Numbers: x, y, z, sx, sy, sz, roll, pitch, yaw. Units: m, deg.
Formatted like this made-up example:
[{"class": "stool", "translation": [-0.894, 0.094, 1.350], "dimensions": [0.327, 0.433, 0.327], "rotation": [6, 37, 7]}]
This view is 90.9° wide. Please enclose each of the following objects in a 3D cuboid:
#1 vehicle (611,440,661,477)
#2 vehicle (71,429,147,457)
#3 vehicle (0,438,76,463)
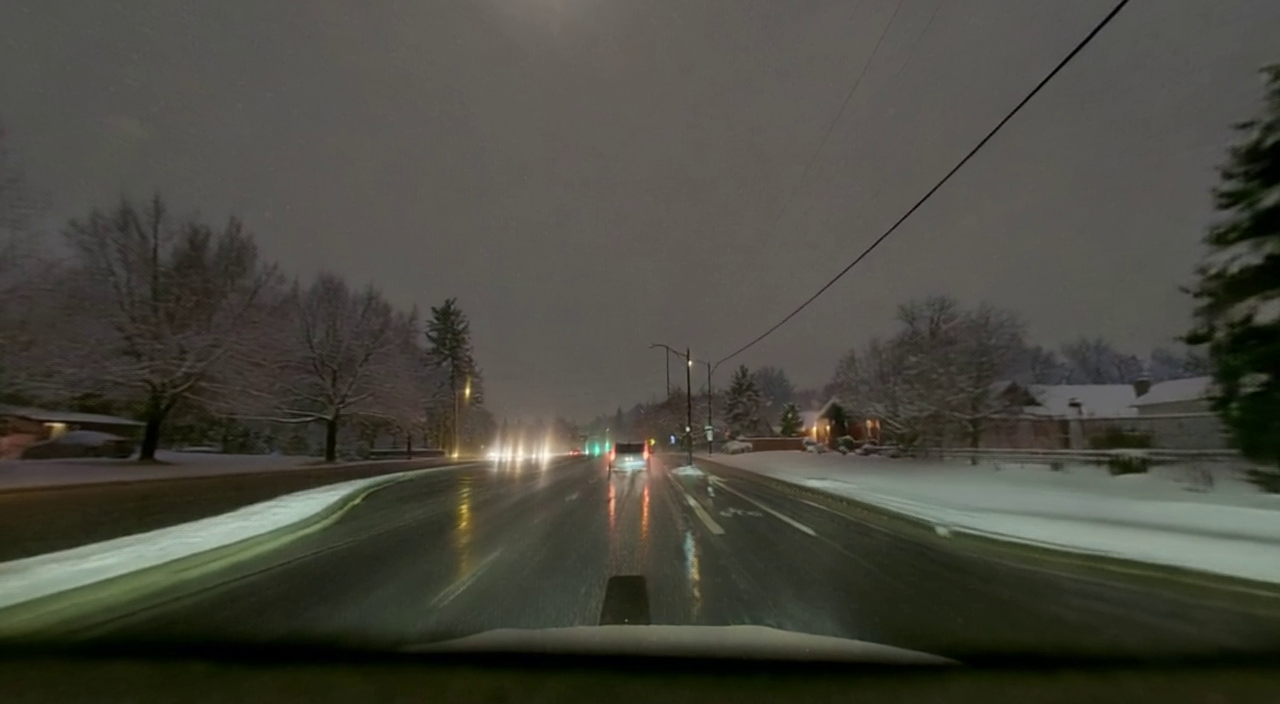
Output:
[{"class": "vehicle", "translation": [-0.145, 4.589, 27.435], "dimensions": [2.009, 1.456, 4.003], "rotation": [0, -9, 1]}, {"class": "vehicle", "translation": [-35.172, 6.029, 41.801], "dimensions": [3.451, 1.541, 1.784], "rotation": [3, -8, 7]}, {"class": "vehicle", "translation": [-35.148, 5.677, 36.377], "dimensions": [3.471, 1.391, 1.625], "rotation": [0, -9, -1]}]
